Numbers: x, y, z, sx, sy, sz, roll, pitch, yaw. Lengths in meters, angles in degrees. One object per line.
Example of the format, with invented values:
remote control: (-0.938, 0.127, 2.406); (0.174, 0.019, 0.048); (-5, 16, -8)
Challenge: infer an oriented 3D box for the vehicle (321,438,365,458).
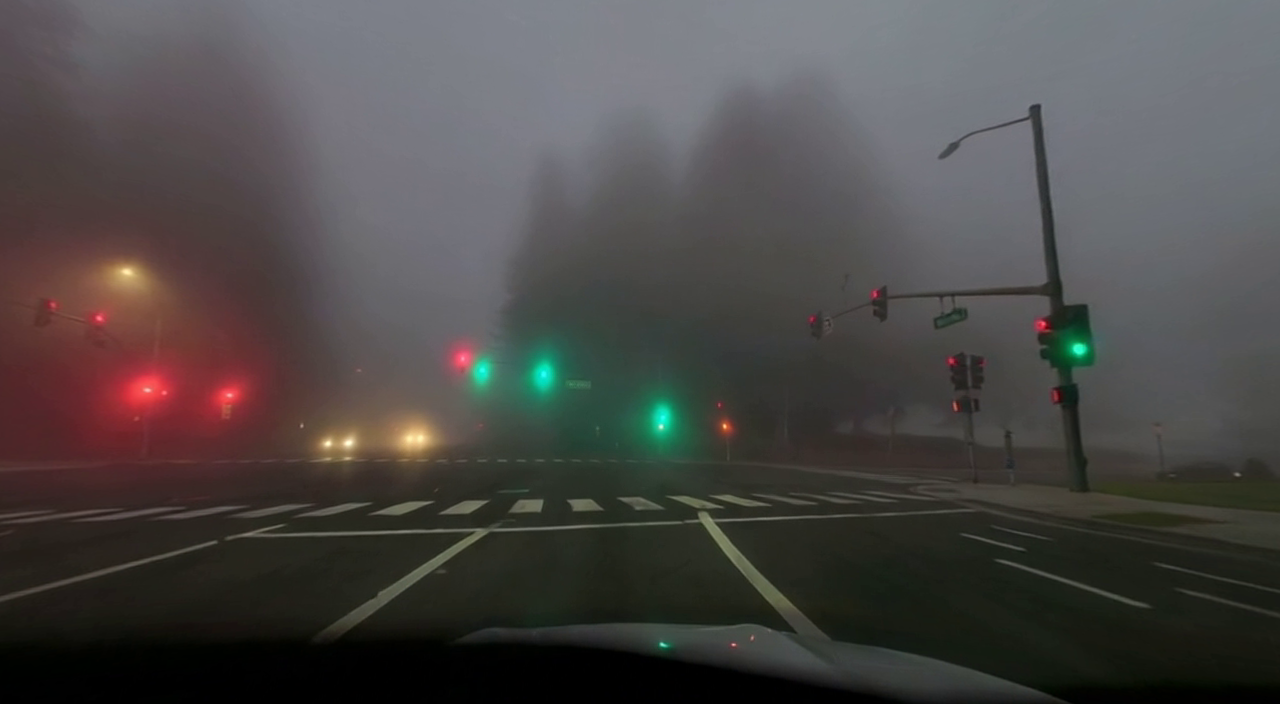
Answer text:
vehicle: (-22.778, 7.368, 48.601); (1.918, 1.432, 4.433); (1, -9, -10)
